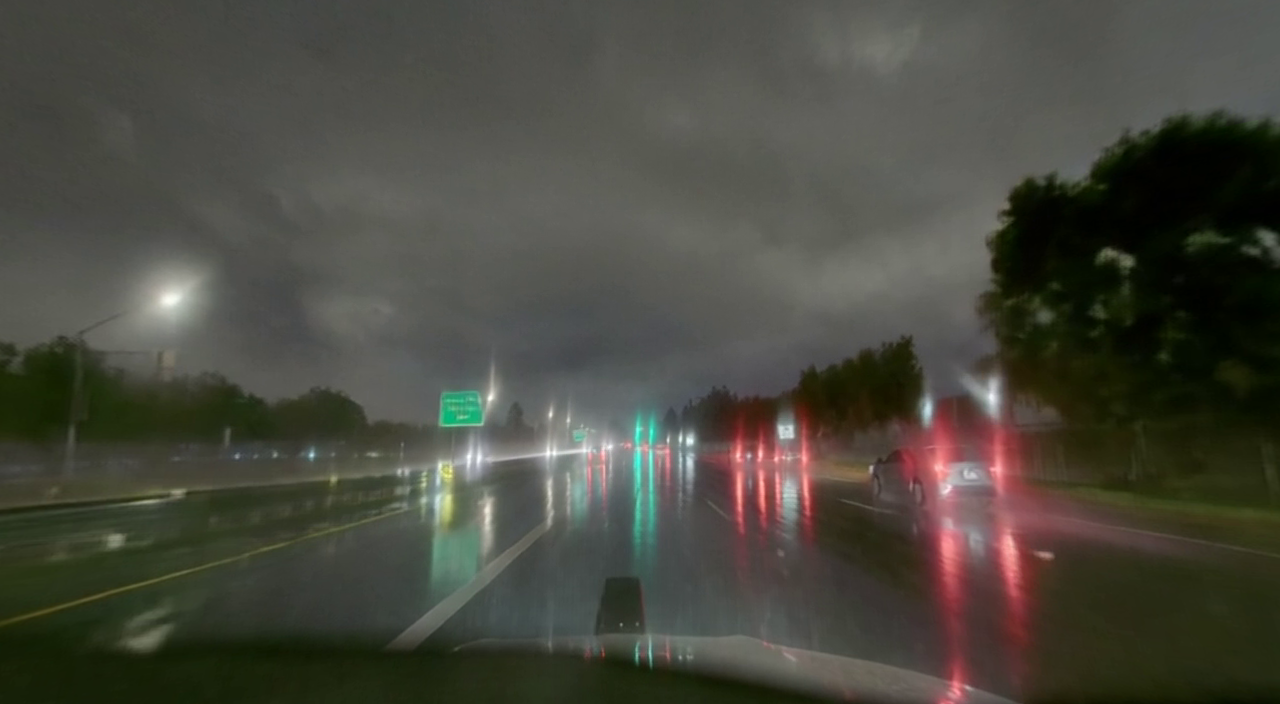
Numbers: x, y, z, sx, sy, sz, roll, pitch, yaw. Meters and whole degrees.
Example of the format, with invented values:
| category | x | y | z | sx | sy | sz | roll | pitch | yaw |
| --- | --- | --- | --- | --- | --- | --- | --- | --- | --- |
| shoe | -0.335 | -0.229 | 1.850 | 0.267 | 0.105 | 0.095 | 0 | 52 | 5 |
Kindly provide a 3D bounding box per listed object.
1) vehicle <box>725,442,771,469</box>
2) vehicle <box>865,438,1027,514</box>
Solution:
| category | x | y | z | sx | sy | sz | roll | pitch | yaw |
| --- | --- | --- | --- | --- | --- | --- | --- | --- | --- |
| vehicle | 6.642 | 6.435 | 39.420 | 1.987 | 1.597 | 4.463 | 0 | -8 | -1 |
| vehicle | 6.870 | 2.782 | 14.694 | 1.838 | 1.518 | 3.713 | 0 | -8 | -1 |
